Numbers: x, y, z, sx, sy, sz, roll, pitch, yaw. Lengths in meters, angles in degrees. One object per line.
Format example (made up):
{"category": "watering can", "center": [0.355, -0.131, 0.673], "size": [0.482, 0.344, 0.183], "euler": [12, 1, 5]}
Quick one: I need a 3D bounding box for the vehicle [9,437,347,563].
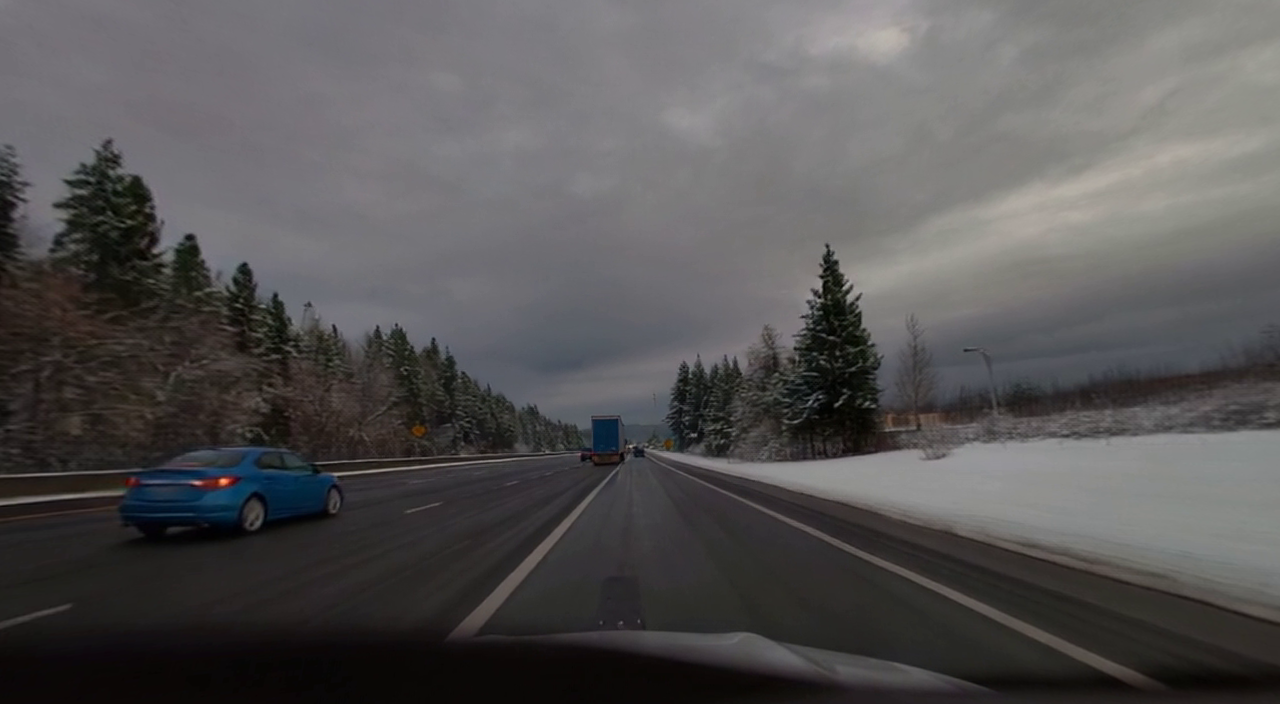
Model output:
{"category": "vehicle", "center": [-6.749, 2.178, 10.069], "size": [1.938, 1.507, 4.557], "euler": [0, -9, 0]}
